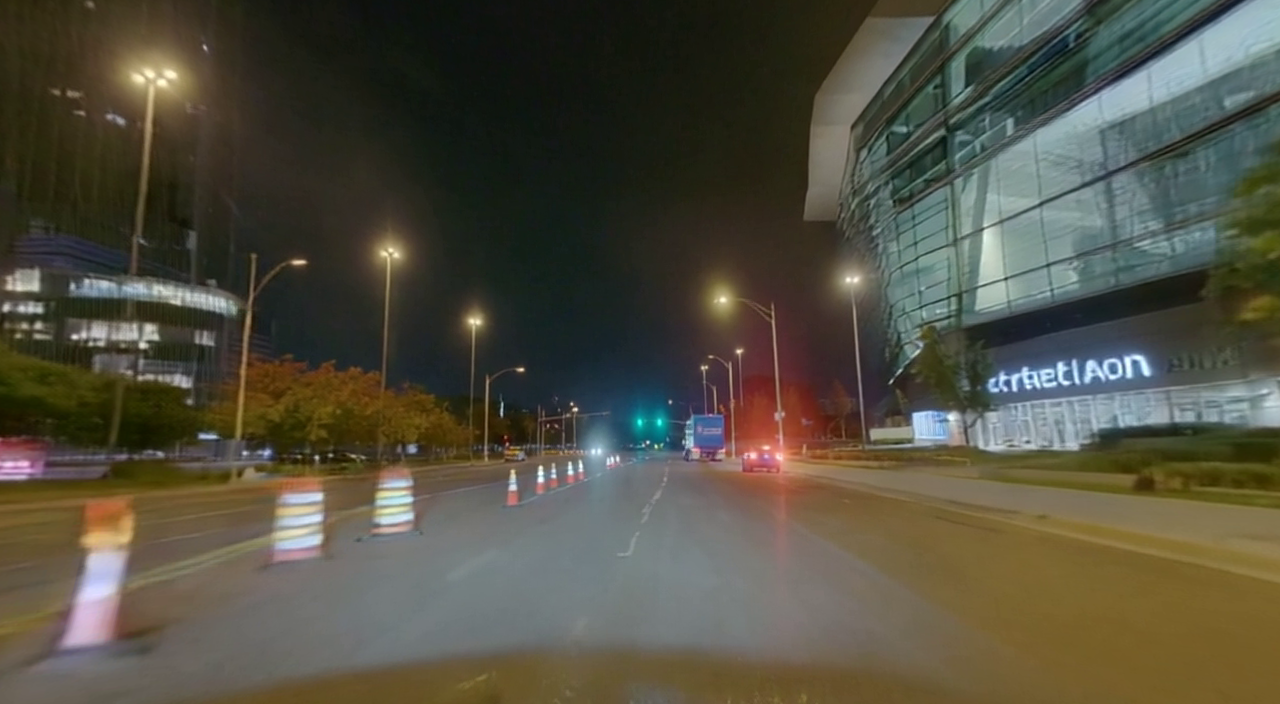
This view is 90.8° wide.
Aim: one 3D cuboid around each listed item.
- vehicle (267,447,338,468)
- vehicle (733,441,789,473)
[{"bbox_3d":[-25.352,7.926,47.603,4.237,1.490,1.901,0,-8,-2],"label":"vehicle"},{"bbox_3d":[6.454,5.639,34.255,2.098,1.619,4.433,0,-8,-1],"label":"vehicle"}]
